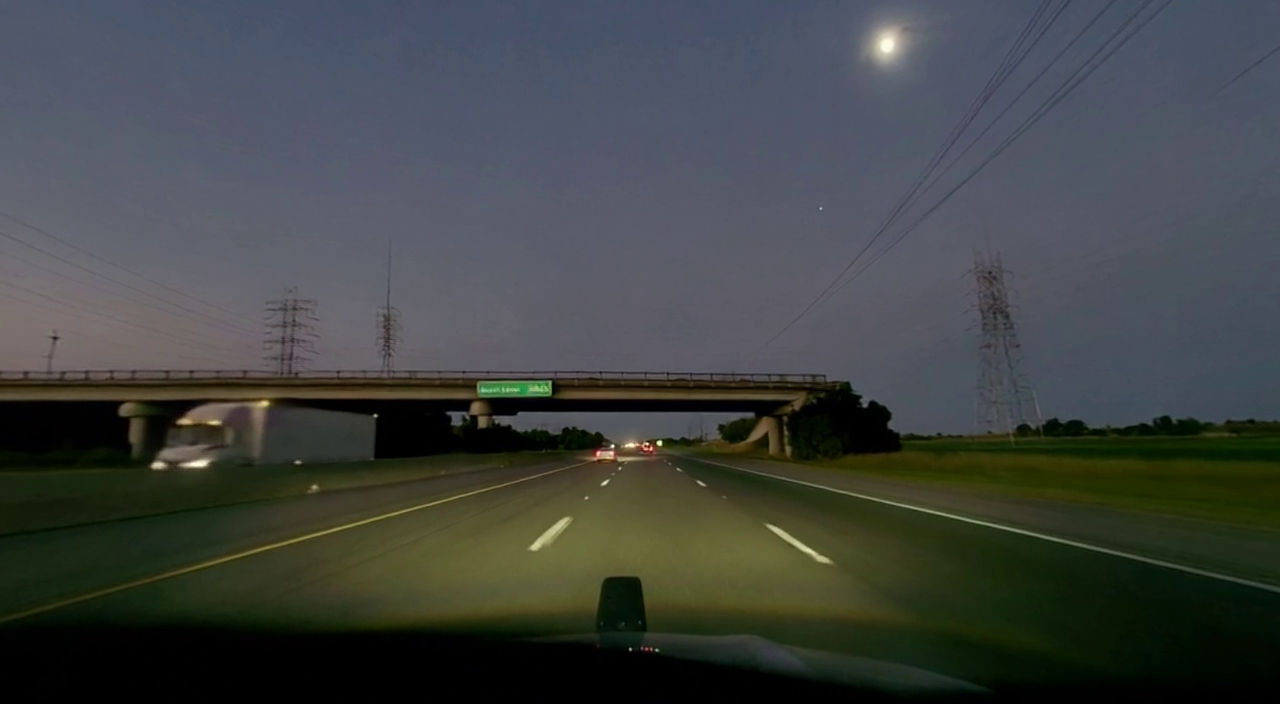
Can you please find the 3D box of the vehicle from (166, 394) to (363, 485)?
[{"bbox_3d":[-19.691,4.919,34.829,2.890,4.006,13.229,0,-9,0],"label":"vehicle"}]
